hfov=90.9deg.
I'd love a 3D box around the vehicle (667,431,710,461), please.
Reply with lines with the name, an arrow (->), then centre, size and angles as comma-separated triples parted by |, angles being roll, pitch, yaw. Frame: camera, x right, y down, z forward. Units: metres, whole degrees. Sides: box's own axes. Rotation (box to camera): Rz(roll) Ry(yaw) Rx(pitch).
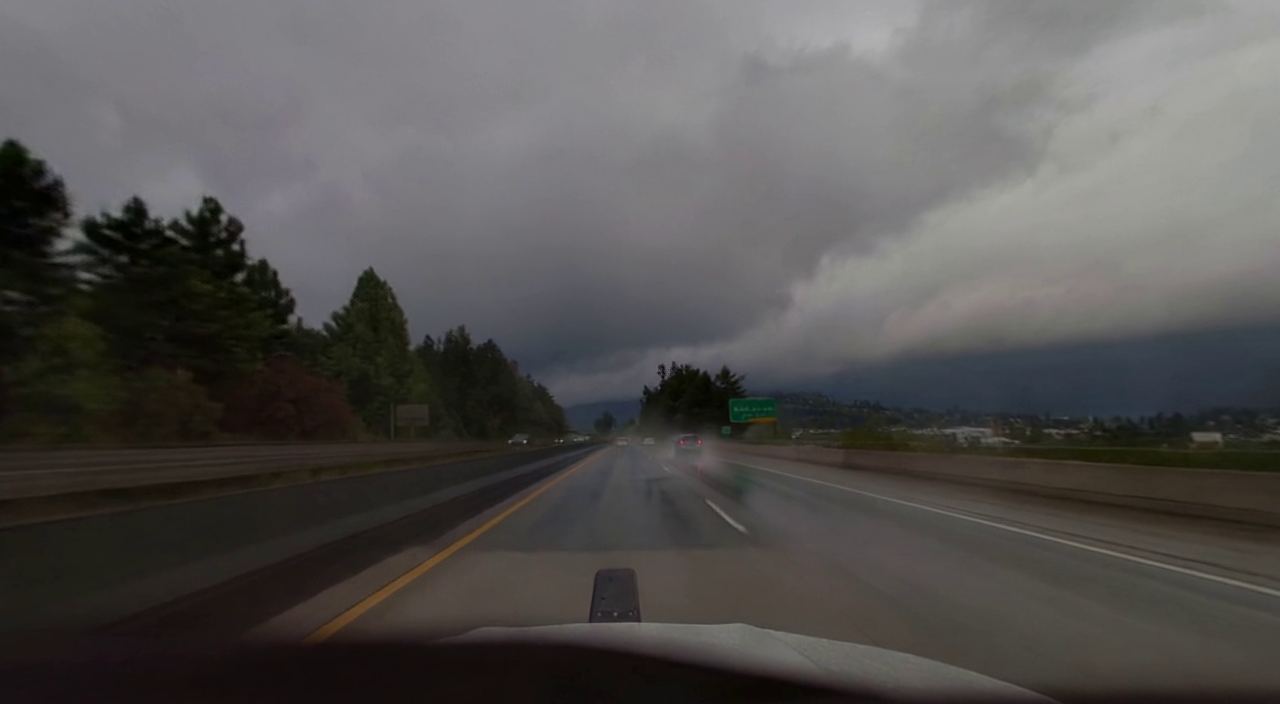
vehicle -> 2.872, 5.642, 38.206 | 2.085, 1.681, 4.436 | 0, -7, -2
